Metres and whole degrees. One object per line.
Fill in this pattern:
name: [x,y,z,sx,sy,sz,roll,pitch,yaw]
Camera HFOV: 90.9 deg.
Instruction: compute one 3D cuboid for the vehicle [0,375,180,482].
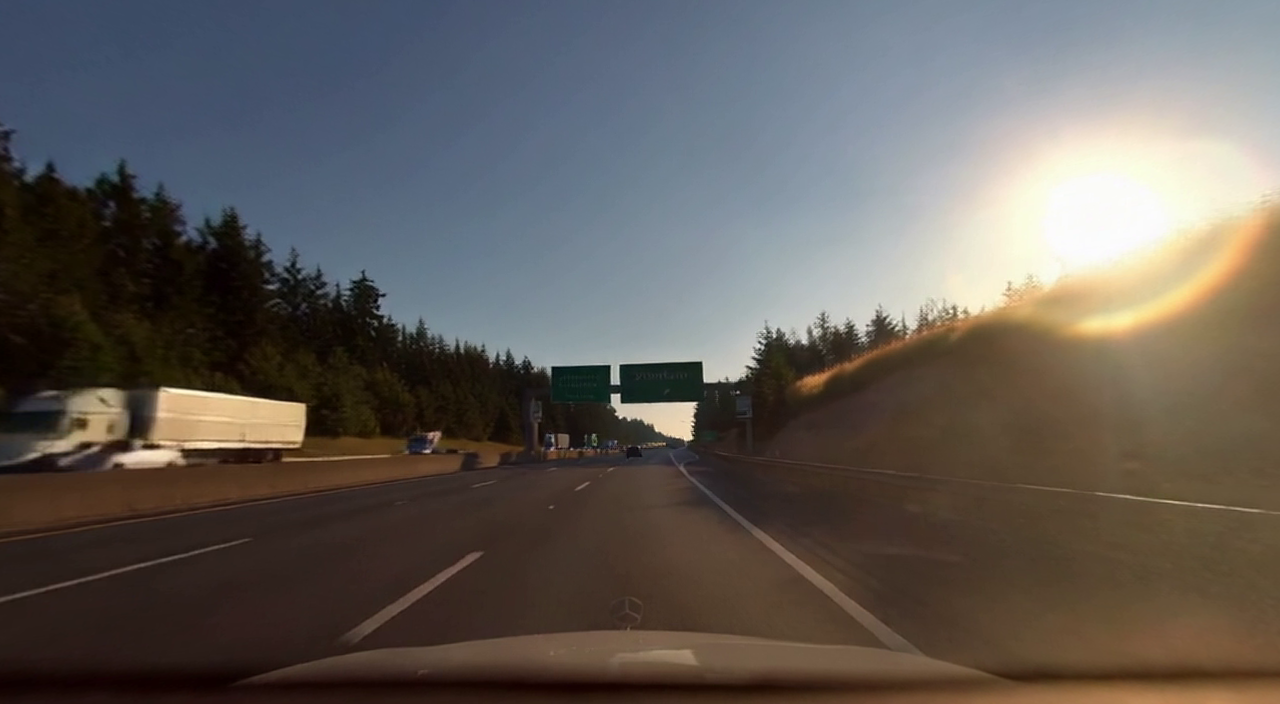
vehicle: [-23.022,3.232,26.119,3.043,3.917,5.965,0,-9,1]
